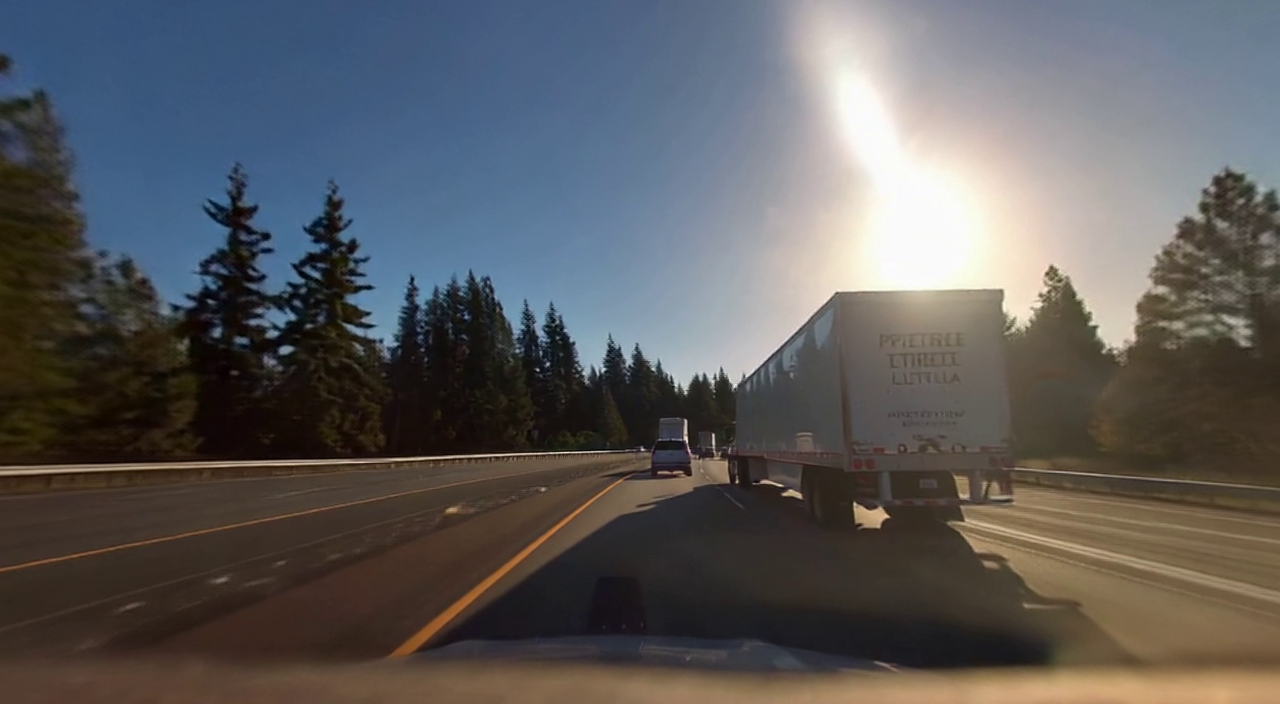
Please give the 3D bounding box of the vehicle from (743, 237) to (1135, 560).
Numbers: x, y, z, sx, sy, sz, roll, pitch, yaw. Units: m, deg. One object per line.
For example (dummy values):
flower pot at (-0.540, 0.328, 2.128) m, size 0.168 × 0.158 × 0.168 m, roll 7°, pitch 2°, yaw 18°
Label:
vehicle at (5.114, 1.742, 16.418) m, size 2.899 × 4.160 × 16.621 m, roll 0°, pitch -8°, yaw 3°

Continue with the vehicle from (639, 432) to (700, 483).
vehicle at (1.204, 4.213, 25.416) m, size 2.222 × 1.848 × 4.610 m, roll 0°, pitch -8°, yaw 3°
